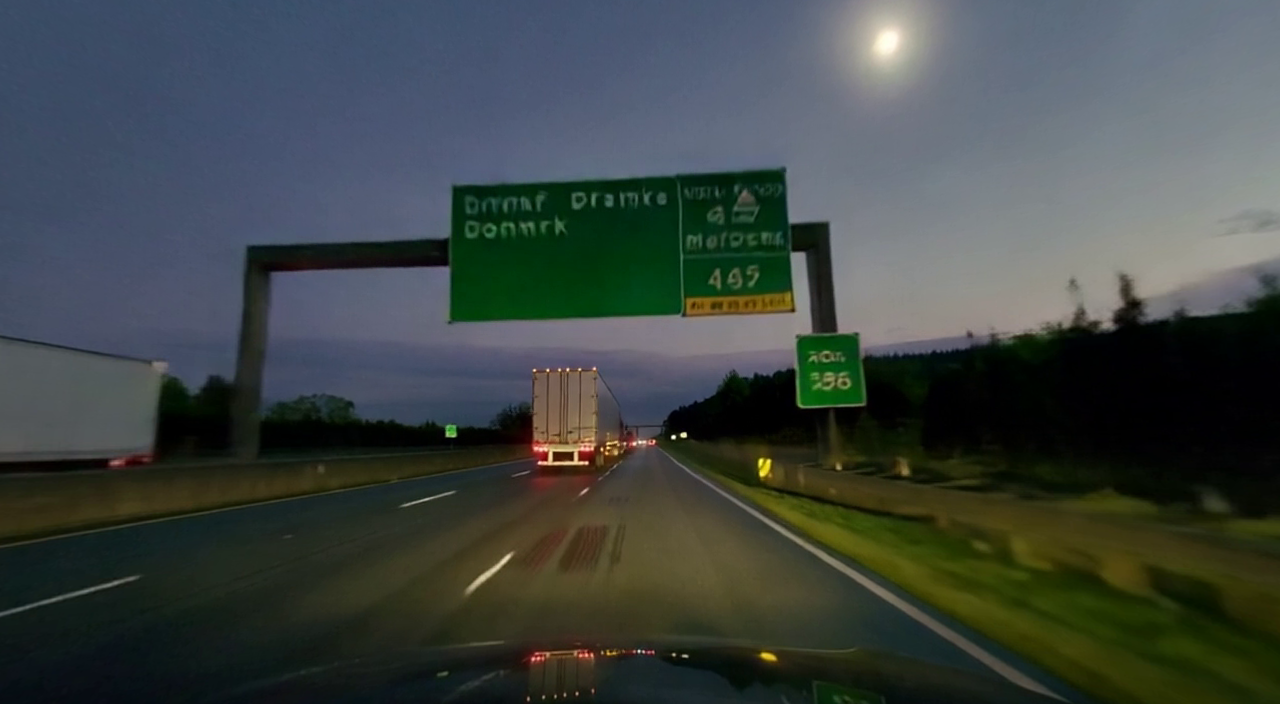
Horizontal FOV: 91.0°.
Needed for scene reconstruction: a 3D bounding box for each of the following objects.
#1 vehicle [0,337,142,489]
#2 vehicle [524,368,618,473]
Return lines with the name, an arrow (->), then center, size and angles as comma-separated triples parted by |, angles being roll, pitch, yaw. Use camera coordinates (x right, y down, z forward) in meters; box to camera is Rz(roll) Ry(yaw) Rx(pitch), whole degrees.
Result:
vehicle -> -18.609, 1.251, 14.213 | 2.937, 4.009, 14.253 | 0, -8, 1
vehicle -> -2.912, 3.649, 31.459 | 2.947, 4.051, 14.256 | 0, -8, 1
